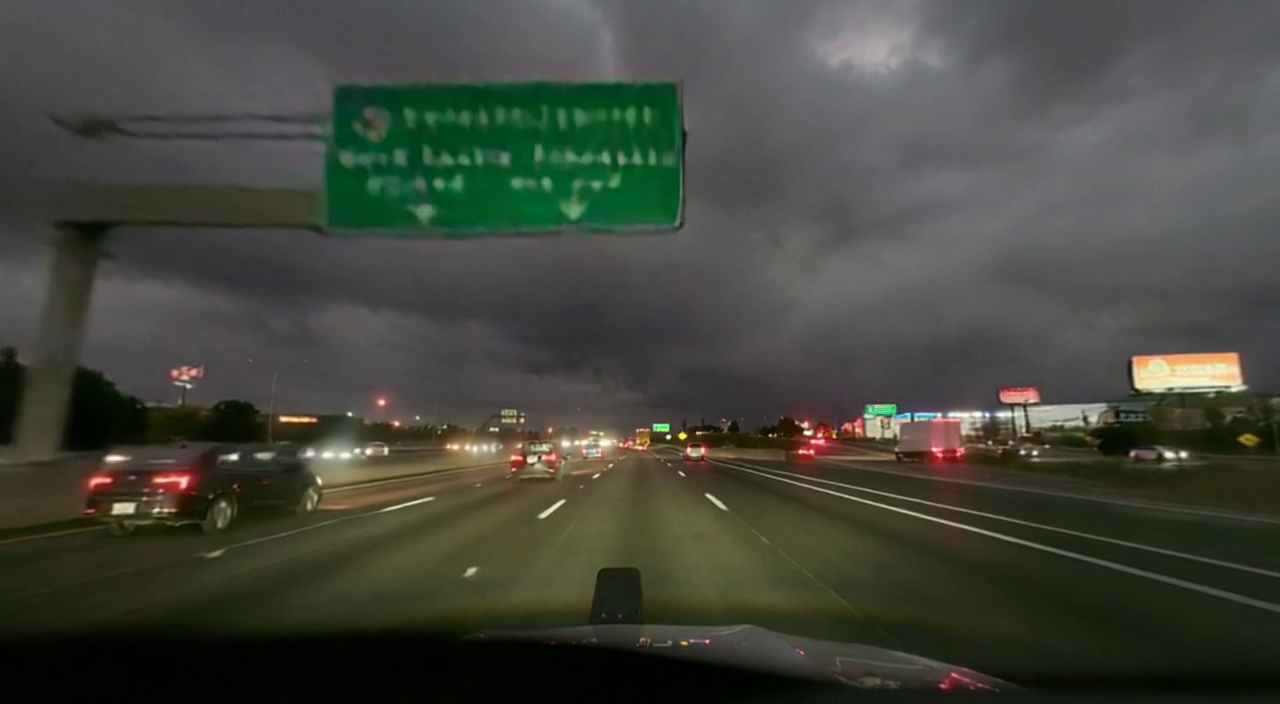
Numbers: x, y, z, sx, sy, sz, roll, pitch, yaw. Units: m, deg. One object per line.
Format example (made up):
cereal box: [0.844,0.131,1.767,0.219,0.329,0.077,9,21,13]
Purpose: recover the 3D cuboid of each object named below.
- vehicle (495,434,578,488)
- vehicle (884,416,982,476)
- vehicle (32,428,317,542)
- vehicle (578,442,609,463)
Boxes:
vehicle: [-3.324,3.607,21.119,2.001,1.577,4.055,1,-9,1]
vehicle: [19.166,6.258,41.968,2.958,3.538,8.761,0,-9,5]
vehicle: [-7.267,2.082,10.408,1.865,1.518,3.620,1,-9,1]
vehicle: [-3.449,7.517,47.313,1.960,1.494,4.123,1,-9,1]
